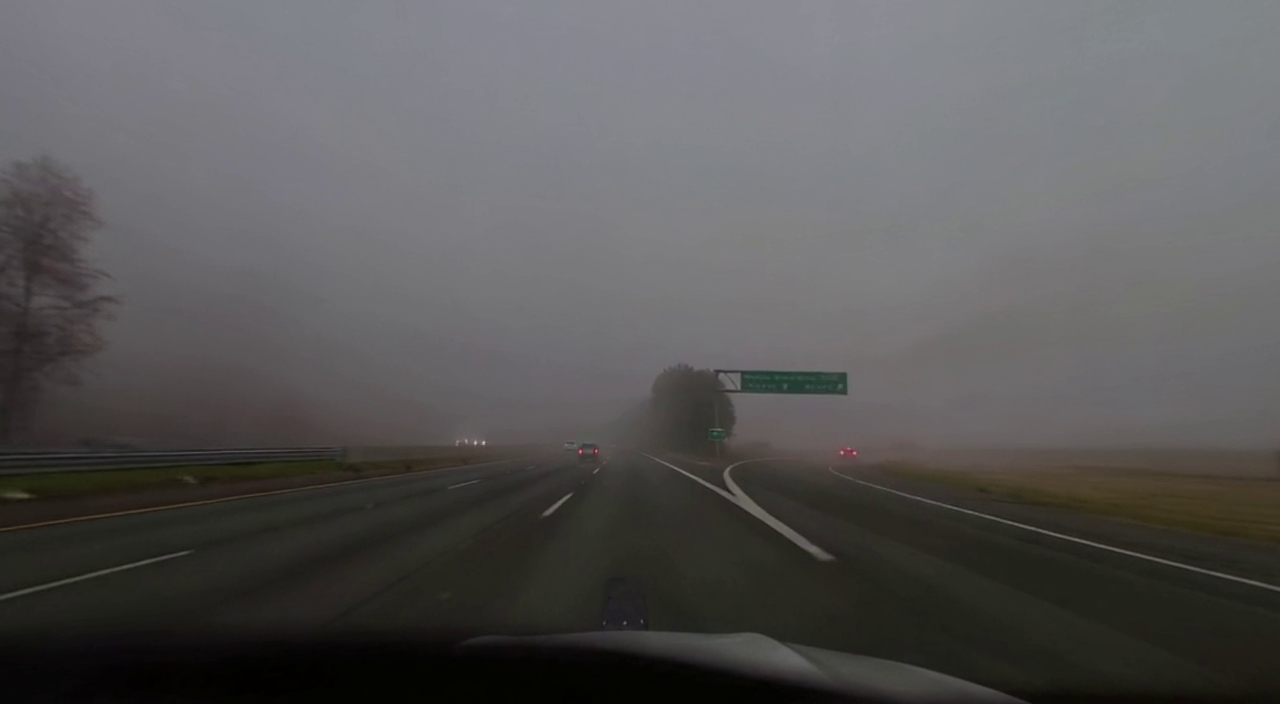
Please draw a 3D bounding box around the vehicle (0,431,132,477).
[{"bbox_3d":[-21.903,3.781,23.487,1.872,1.515,4.774,0,-8,-1],"label":"vehicle"}]
